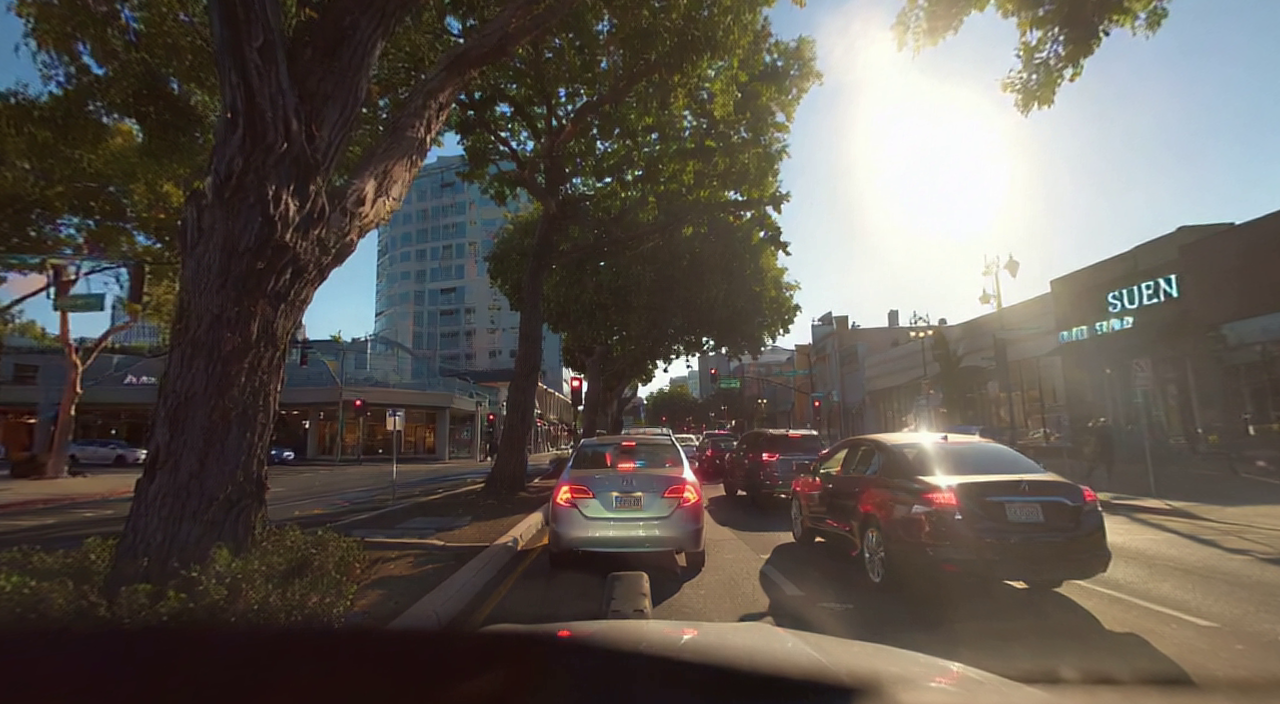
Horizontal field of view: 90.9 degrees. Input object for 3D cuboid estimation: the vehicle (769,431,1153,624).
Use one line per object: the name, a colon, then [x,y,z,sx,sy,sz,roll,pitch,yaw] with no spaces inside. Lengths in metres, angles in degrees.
vehicle: [2.905,1.654,7.005,1.893,1.446,4.270,0,-8,-2]

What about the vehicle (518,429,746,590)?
vehicle: [-0.094,1.753,7.925,2.087,1.456,4.143,0,-8,-1]
